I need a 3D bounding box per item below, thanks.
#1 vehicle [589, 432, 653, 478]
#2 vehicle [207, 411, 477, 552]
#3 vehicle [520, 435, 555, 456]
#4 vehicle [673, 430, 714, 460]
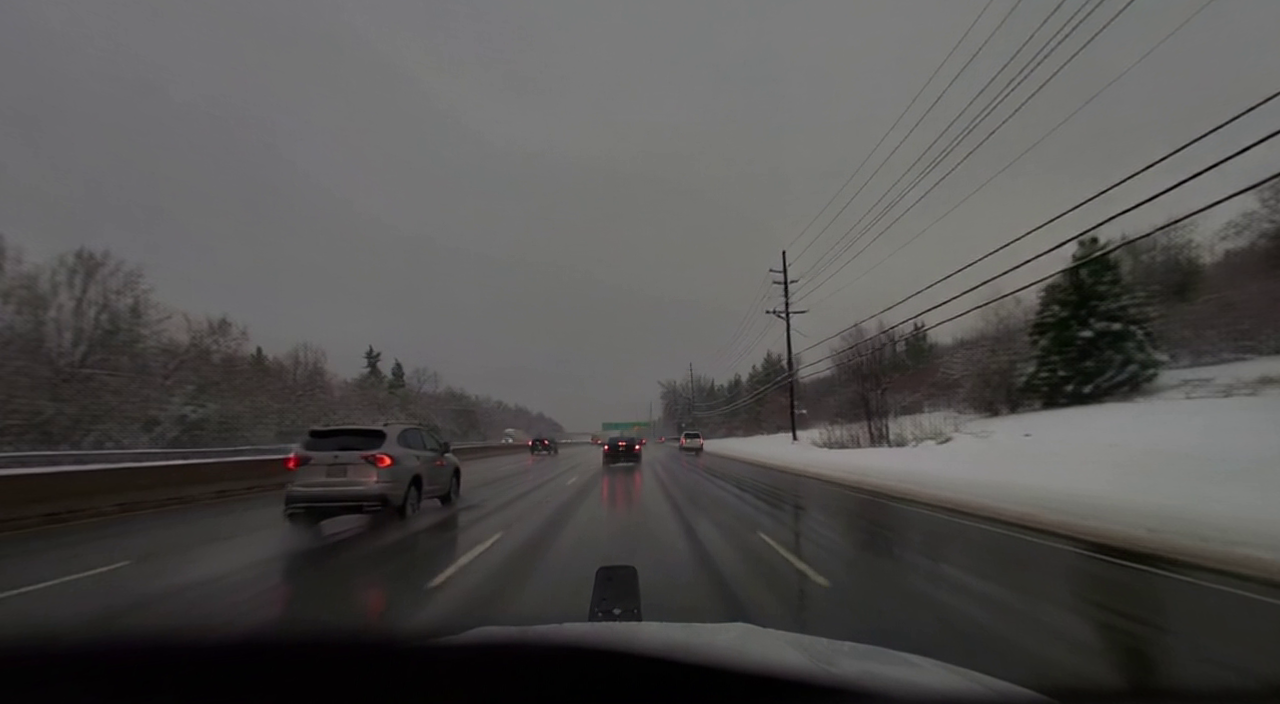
[{"bbox_3d":[-0.636,3.580,22.231,2.086,1.488,3.440,0,-8,-1],"label":"vehicle"},{"bbox_3d":[-4.019,1.800,9.585,1.901,1.601,4.610,0,-8,-1],"label":"vehicle"},{"bbox_3d":[-7.769,7.100,48.097,1.992,1.494,4.133,0,-8,0],"label":"vehicle"},{"bbox_3d":[3.179,5.650,38.432,1.950,1.695,4.446,0,-8,-2],"label":"vehicle"}]
